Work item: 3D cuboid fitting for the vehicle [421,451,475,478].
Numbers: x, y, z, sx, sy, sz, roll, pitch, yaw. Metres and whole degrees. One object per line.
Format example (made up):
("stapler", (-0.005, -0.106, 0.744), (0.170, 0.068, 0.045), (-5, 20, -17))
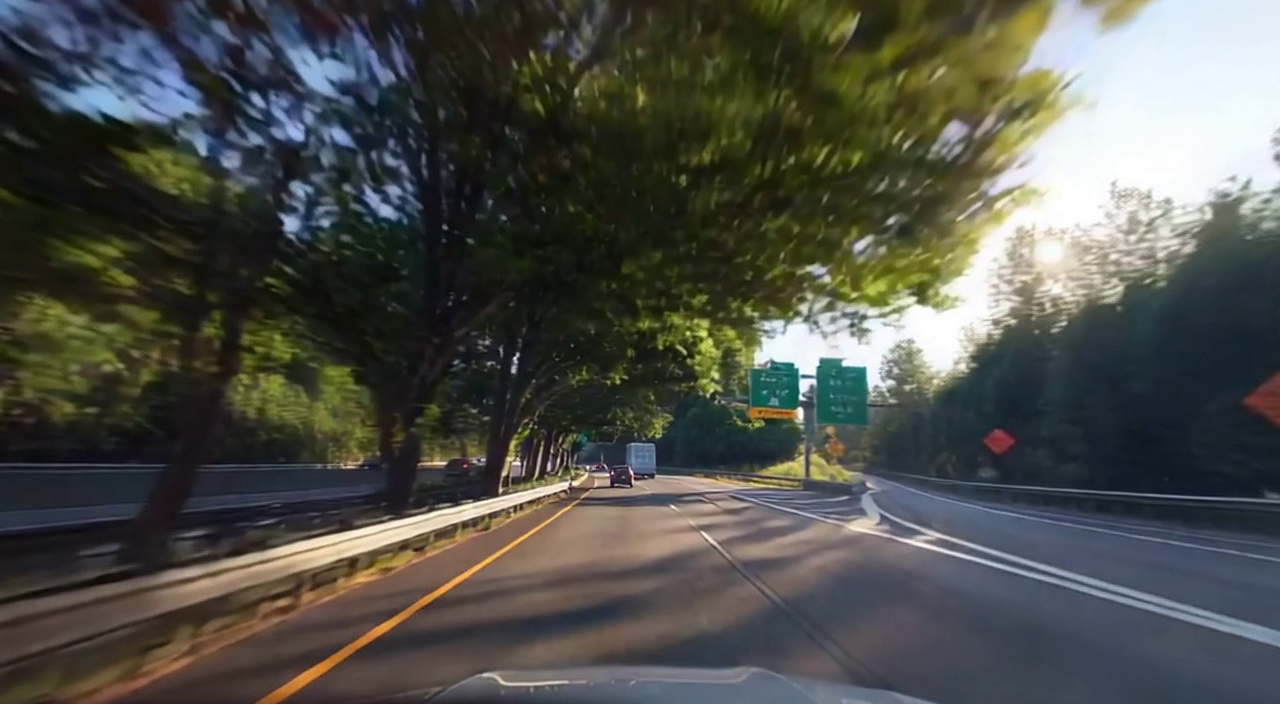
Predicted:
("vehicle", (-12.157, 7.187, 40.162), (1.952, 1.618, 4.859), (1, -10, -1))

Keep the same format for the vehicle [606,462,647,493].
("vehicle", (-0.712, 6.519, 32.961), (1.987, 1.467, 3.903), (1, -10, -2))
